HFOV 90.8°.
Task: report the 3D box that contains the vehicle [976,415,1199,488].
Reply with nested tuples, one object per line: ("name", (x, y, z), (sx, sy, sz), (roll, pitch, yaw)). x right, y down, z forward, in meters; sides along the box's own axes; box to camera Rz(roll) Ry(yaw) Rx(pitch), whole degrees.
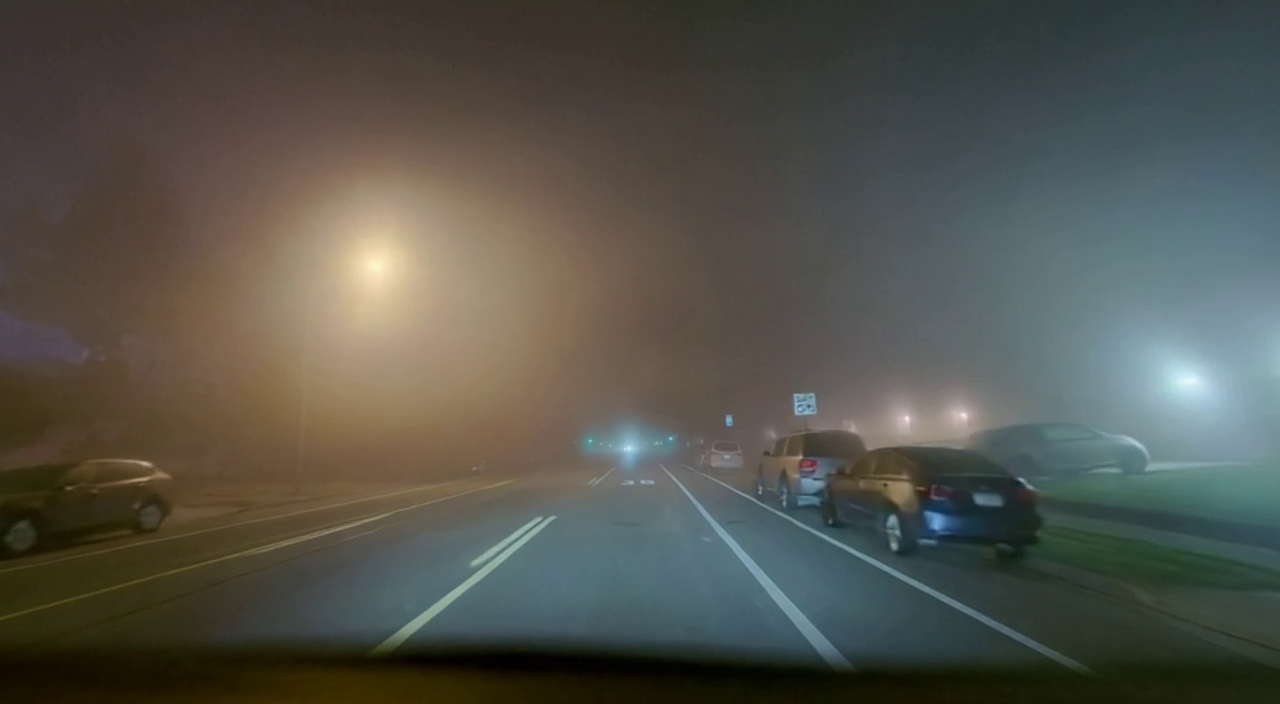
("vehicle", (11.947, 2.697, 17.153), (4.415, 1.705, 1.914), (-3, -9, 4))

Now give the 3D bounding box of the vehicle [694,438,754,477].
("vehicle", (4.132, 5.291, 31.883), (2.254, 1.812, 4.817), (0, -8, -1))

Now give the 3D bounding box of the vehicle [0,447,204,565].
("vehicle", (-10.765, 2.667, 11.433), (2.093, 1.767, 5.120), (-1, -9, 0))

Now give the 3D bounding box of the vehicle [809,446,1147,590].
("vehicle", (4.126, 2.070, 8.979), (2.087, 1.454, 4.914), (0, -8, 0))

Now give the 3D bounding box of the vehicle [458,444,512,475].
("vehicle", (-10.745, 7.524, 44.302), (2.338, 1.871, 5.795), (-3, -9, 0))
